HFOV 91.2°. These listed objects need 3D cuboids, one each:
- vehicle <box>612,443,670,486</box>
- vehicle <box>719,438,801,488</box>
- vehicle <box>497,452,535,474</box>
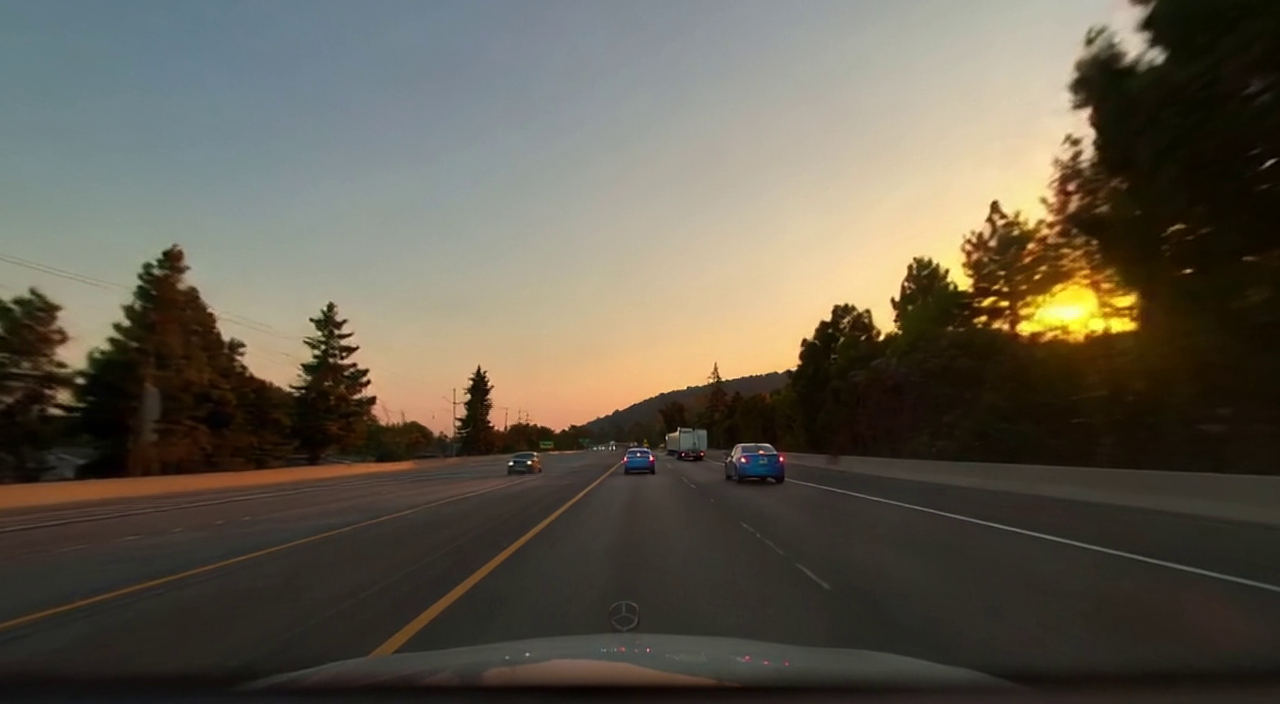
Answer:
[{"bbox_3d":[0.026,4.323,24.435,2.066,1.490,3.759,-1,-9,0],"label":"vehicle"},{"bbox_3d":[4.032,3.794,21.780,1.953,1.540,4.101,-1,-9,-1],"label":"vehicle"},{"bbox_3d":[-9.338,8.364,47.430,1.912,1.503,4.270,-1,-9,1],"label":"vehicle"}]
